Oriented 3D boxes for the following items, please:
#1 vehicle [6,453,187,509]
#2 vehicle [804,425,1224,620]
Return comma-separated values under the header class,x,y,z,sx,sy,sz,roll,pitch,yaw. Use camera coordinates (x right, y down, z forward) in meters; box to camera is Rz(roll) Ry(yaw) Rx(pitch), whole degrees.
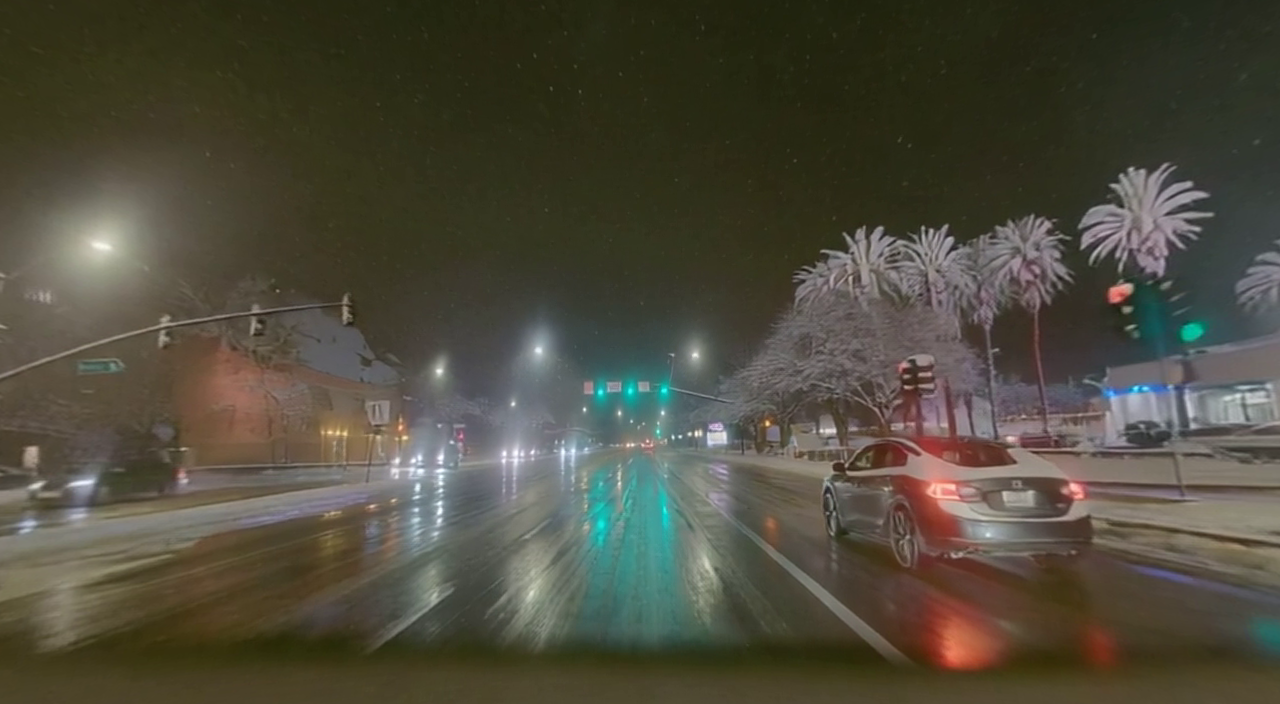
class,x,y,z,sx,sy,sz,roll,pitch,yaw
vehicle,-18.186,4.289,21.507,1.899,1.615,4.784,0,-8,0
vehicle,3.501,1.662,7.283,1.870,1.467,4.800,0,-8,-1
